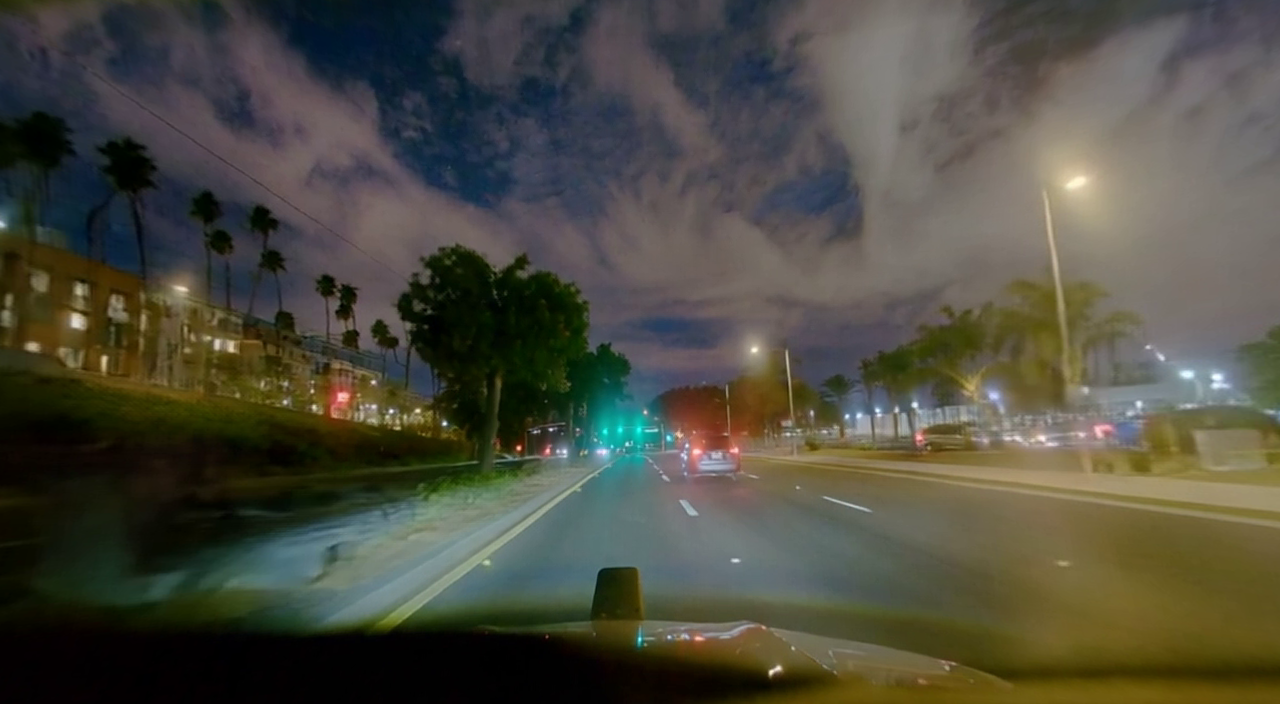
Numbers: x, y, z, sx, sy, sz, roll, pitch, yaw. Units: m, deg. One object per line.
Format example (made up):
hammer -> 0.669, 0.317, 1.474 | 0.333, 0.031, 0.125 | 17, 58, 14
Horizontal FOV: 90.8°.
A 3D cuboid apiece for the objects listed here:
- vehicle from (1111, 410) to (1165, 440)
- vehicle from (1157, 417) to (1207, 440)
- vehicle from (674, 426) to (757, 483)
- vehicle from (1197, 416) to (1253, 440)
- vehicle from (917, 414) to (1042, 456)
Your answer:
vehicle -> 37.965, 5.679, 48.333 | 2.235, 2.018, 6.593 | -5, -10, 30
vehicle -> 39.465, 5.634, 46.086 | 1.928, 1.495, 3.956 | -7, -10, 30
vehicle -> 2.838, 4.072, 25.345 | 2.559, 2.017, 5.562 | 0, -9, -1
vehicle -> 41.740, 5.481, 45.171 | 1.832, 1.394, 3.877 | -7, -12, 27
vehicle -> 19.284, 4.840, 36.335 | 2.305, 2.084, 6.115 | 1, -10, -21
